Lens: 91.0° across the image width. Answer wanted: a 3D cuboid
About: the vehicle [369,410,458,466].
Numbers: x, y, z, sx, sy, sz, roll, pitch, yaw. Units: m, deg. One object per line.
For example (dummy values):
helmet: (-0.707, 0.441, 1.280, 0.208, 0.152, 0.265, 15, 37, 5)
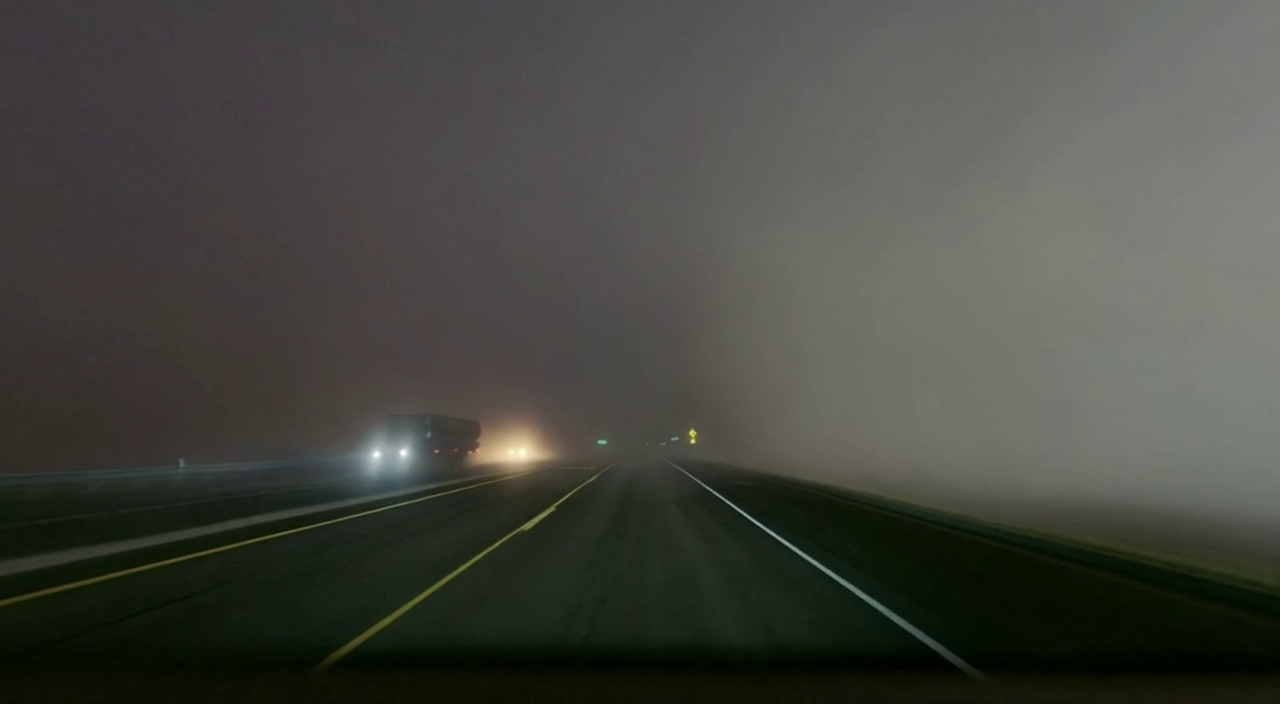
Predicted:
vehicle: (-17.007, 6.642, 48.247, 3.008, 3.803, 9.935, 0, -8, 0)
